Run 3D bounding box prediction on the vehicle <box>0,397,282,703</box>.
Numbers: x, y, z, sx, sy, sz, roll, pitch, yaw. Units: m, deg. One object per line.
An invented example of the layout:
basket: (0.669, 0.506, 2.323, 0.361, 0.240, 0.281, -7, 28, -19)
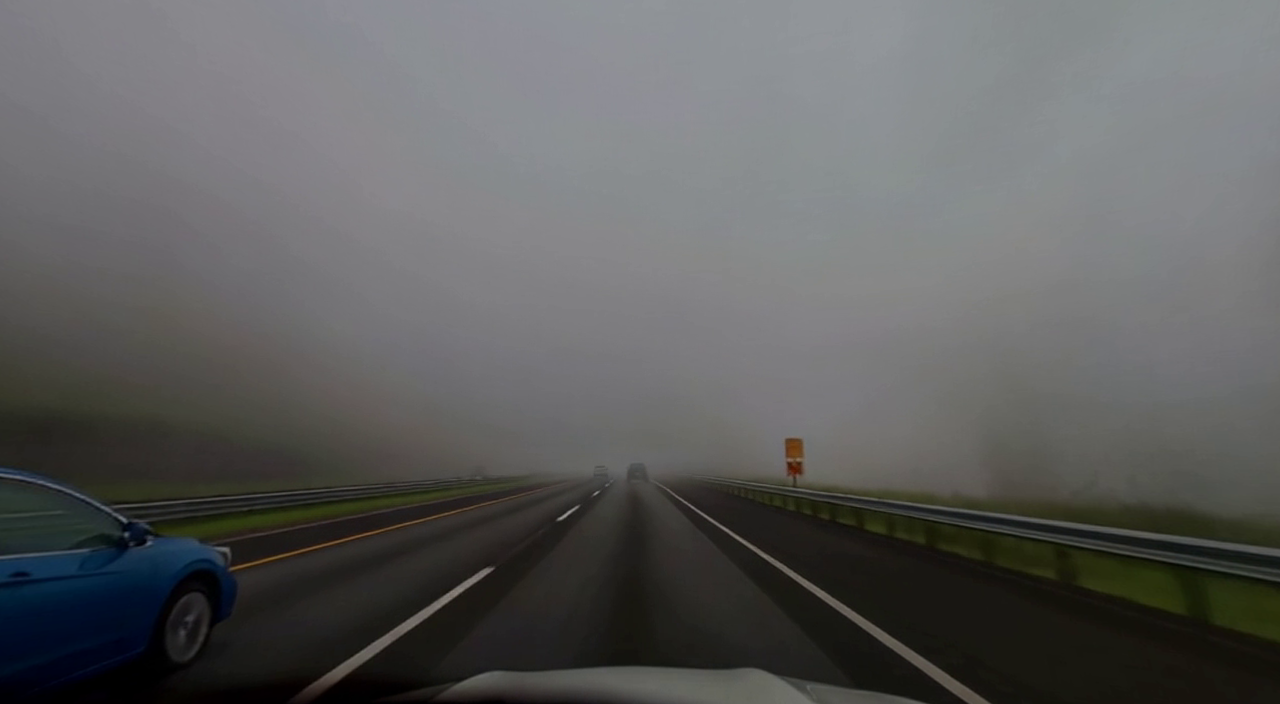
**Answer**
vehicle: (-3.478, 0.887, 2.224, 2.017, 1.516, 4.041, 1, -11, 0)
